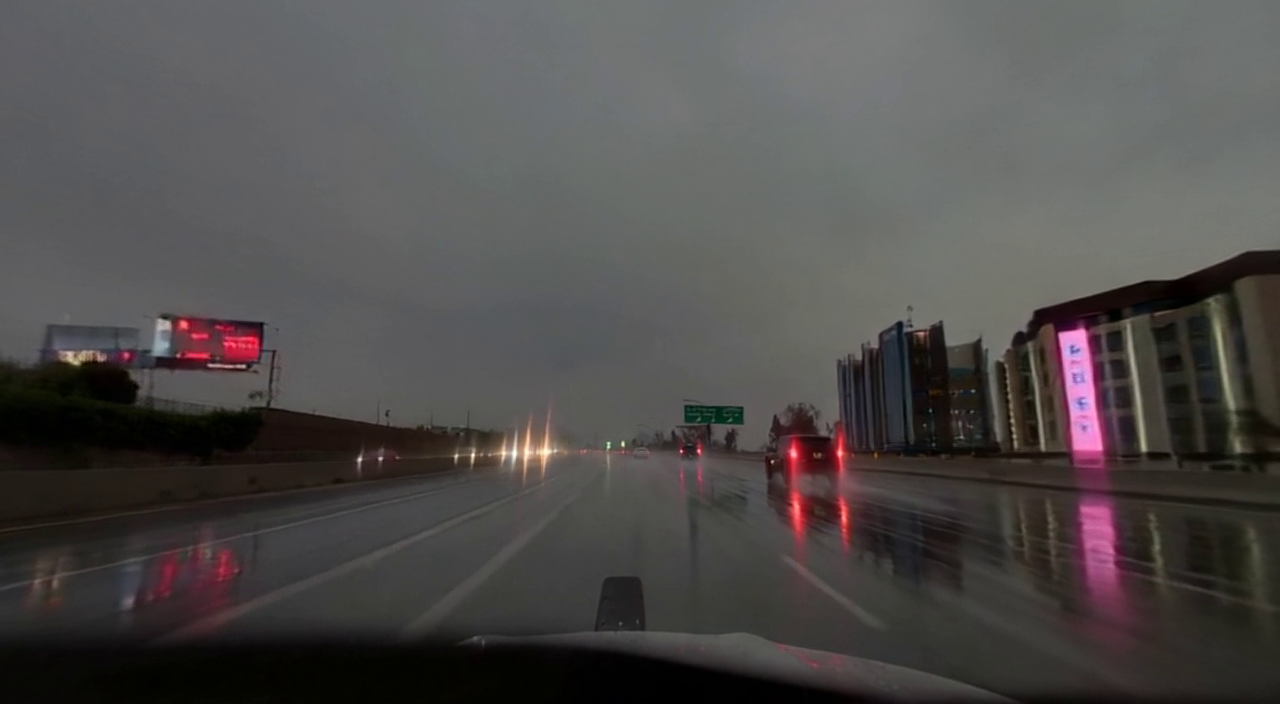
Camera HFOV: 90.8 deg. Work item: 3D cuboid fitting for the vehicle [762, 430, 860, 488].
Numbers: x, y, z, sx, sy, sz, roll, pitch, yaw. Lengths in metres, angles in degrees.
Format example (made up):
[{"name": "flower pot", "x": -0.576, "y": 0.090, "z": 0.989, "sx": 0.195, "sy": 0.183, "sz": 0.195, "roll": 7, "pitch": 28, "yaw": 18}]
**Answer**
[{"name": "vehicle", "x": 6.282, "y": 4.011, "z": 23.945, "sx": 2.181, "sy": 1.952, "sz": 4.973, "roll": 0, "pitch": -9, "yaw": -2}]
